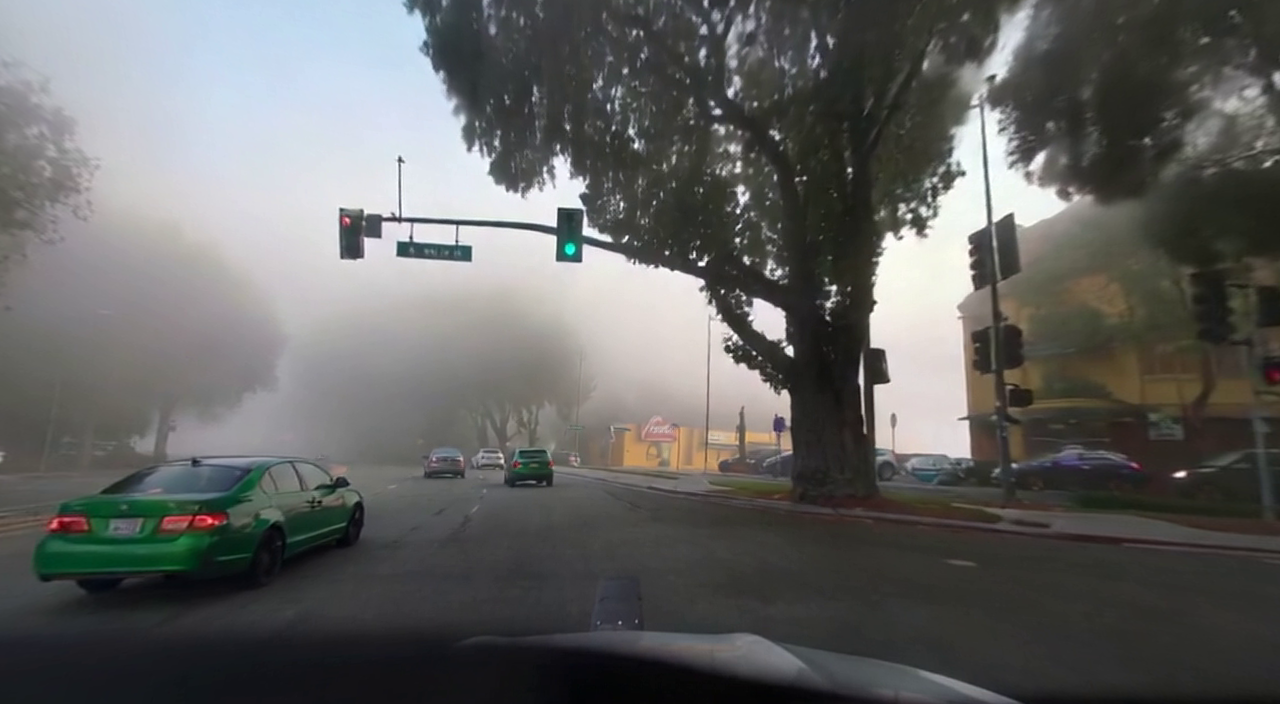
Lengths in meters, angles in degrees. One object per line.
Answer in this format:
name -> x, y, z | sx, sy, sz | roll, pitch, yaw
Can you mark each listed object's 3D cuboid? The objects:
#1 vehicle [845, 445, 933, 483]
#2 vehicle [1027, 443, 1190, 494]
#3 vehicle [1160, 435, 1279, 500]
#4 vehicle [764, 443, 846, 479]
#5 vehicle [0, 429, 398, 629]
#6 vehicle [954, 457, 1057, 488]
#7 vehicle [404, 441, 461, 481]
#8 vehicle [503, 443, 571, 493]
vehicle -> 10.298, 4.644, 26.341 | 1.762, 1.453, 3.976 | 1, -9, -5
vehicle -> 16.062, 3.973, 21.966 | 1.921, 1.560, 4.676 | 1, -9, -3
vehicle -> 19.007, 3.446, 18.977 | 1.865, 1.827, 5.352 | 1, -9, -2
vehicle -> 7.350, 4.906, 28.610 | 1.919, 1.489, 4.889 | 1, -9, -6
vehicle -> -4.659, 1.700, 7.210 | 2.105, 1.477, 4.857 | 1, -9, -4
vehicle -> 16.949, 5.576, 29.256 | 3.800, 1.369, 1.759 | 2, -9, -8
vehicle -> -8.907, 4.678, 27.346 | 2.042, 1.593, 3.956 | 3, -9, -15
vehicle -> -3.597, 3.857, 21.388 | 2.001, 1.483, 4.442 | 2, -9, -12
